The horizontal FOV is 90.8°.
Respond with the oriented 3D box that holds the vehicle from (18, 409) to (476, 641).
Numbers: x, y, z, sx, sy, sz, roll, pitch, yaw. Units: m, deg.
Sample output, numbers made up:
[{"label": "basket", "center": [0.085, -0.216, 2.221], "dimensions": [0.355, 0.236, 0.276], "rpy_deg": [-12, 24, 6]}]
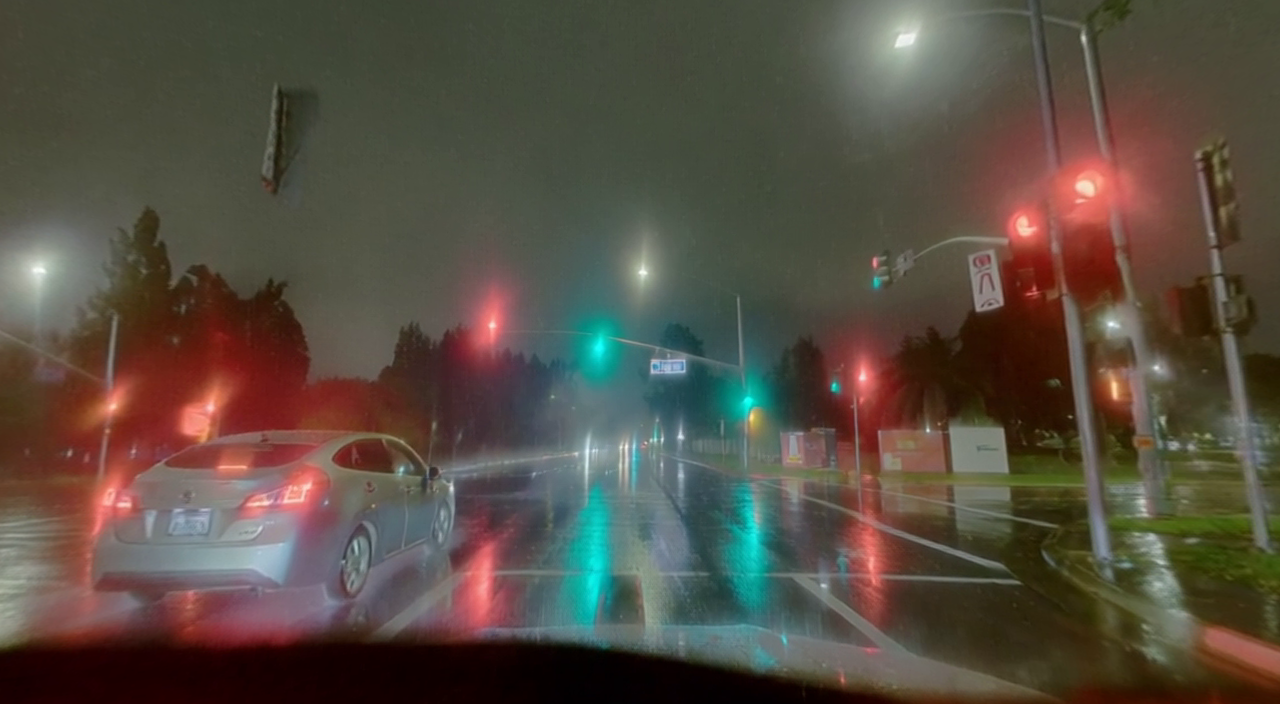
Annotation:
[{"label": "vehicle", "center": [-3.331, 1.540, 6.727], "dimensions": [2.076, 1.599, 4.483], "rpy_deg": [0, -9, -2]}]
